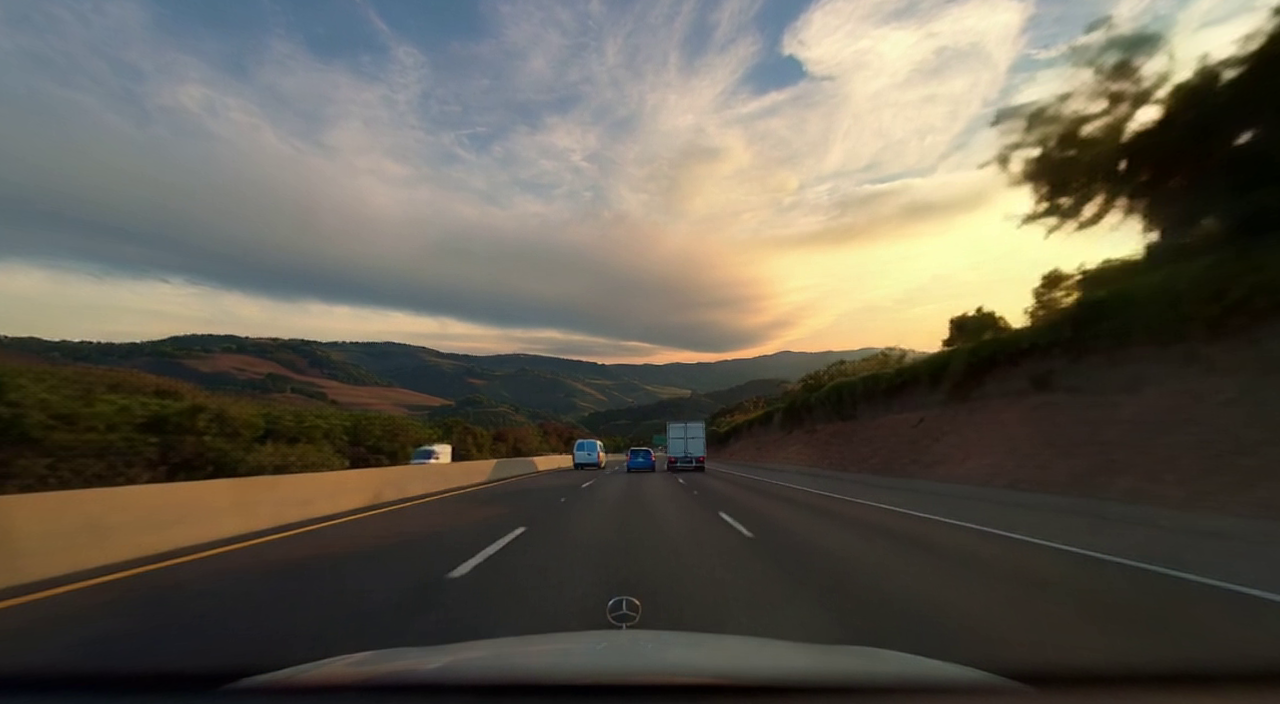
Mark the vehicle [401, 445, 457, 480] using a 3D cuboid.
[{"bbox_3d":[-16.218,8.516,48.847,2.308,2.449,5.847,0,-9,0],"label":"vehicle"}]

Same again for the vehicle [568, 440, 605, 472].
[{"bbox_3d":[-3.592,7.109,43.175,1.955,2.004,4.792,-1,-9,1],"label":"vehicle"}]

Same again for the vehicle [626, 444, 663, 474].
[{"bbox_3d":[0.313,6.637,39.281,2.166,1.747,4.299,0,-9,1],"label":"vehicle"}]
